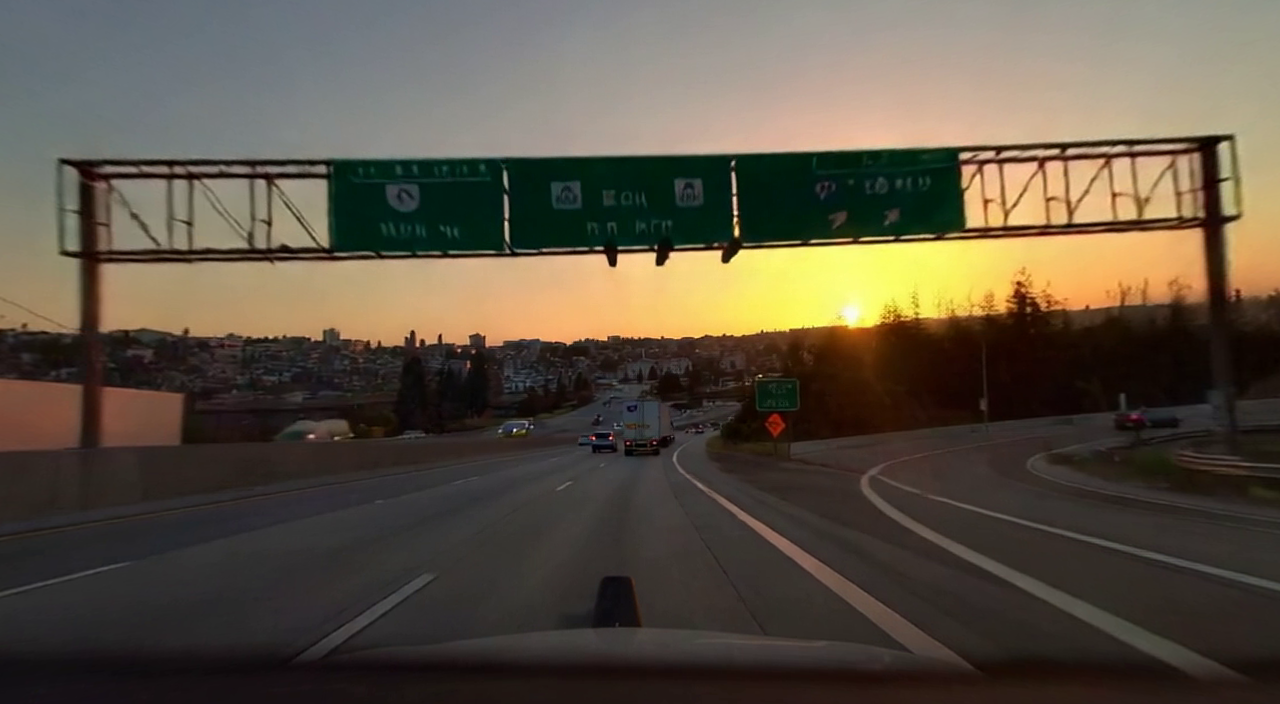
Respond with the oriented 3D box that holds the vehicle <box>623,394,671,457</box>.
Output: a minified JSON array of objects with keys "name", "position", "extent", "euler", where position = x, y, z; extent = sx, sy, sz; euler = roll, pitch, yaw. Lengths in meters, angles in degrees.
[{"name":"vehicle","position":[0.459,5.439,45.667],"extent":[3.024,4.019,10.605],"euler":[0,-8,0]}]

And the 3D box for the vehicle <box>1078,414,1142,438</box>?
[{"name":"vehicle","position":[34.232,5.422,45.747],"extent":[4.346,1.637,2.091],"euler":[4,-9,-30]}]

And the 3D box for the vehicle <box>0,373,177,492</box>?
[{"name":"vehicle","position":[-23.591,2.891,22.512],"extent":[2.940,4.056,14.297],"euler":[0,-8,1]}]

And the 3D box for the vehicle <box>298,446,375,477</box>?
[{"name":"vehicle","position":[-15.665,5.648,32.690],"extent":[1.846,1.465,4.149],"euler":[0,-8,1]}]
